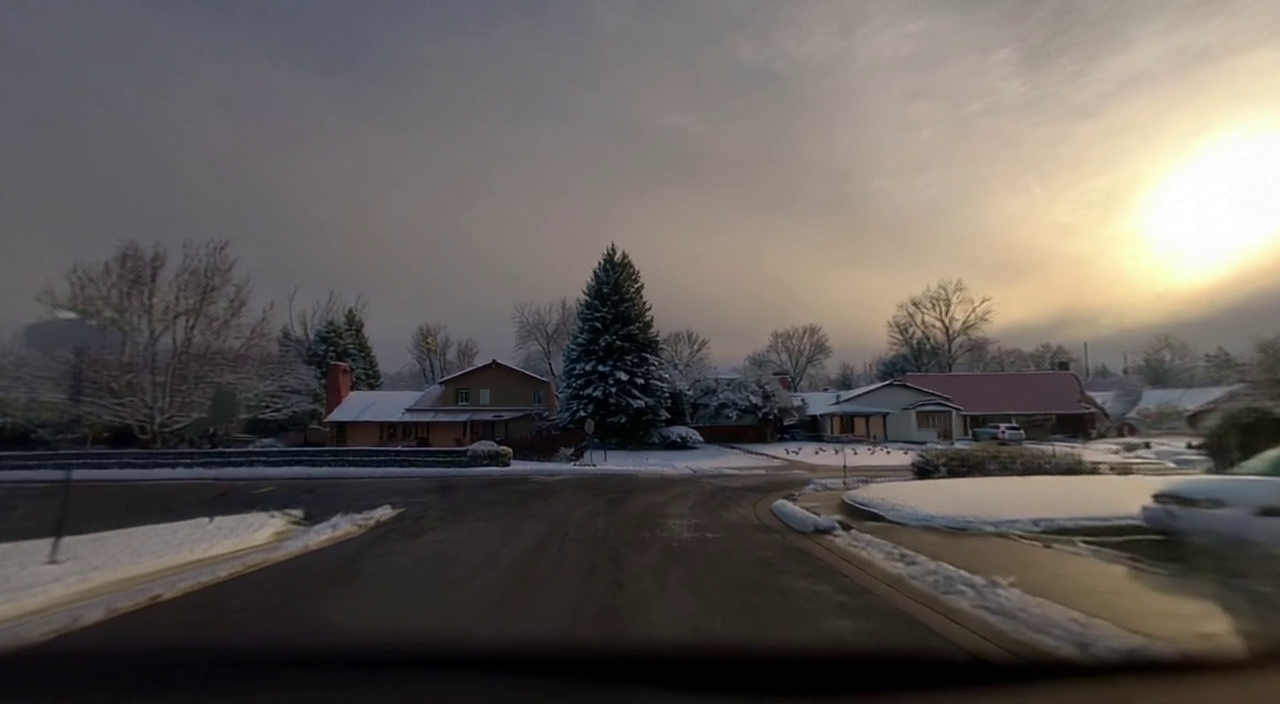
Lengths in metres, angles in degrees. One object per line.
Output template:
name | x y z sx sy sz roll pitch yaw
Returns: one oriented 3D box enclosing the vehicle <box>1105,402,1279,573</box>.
vehicle | 8.887 1.572 7.535 4.801 1.788 2.073 -1 -9 6
